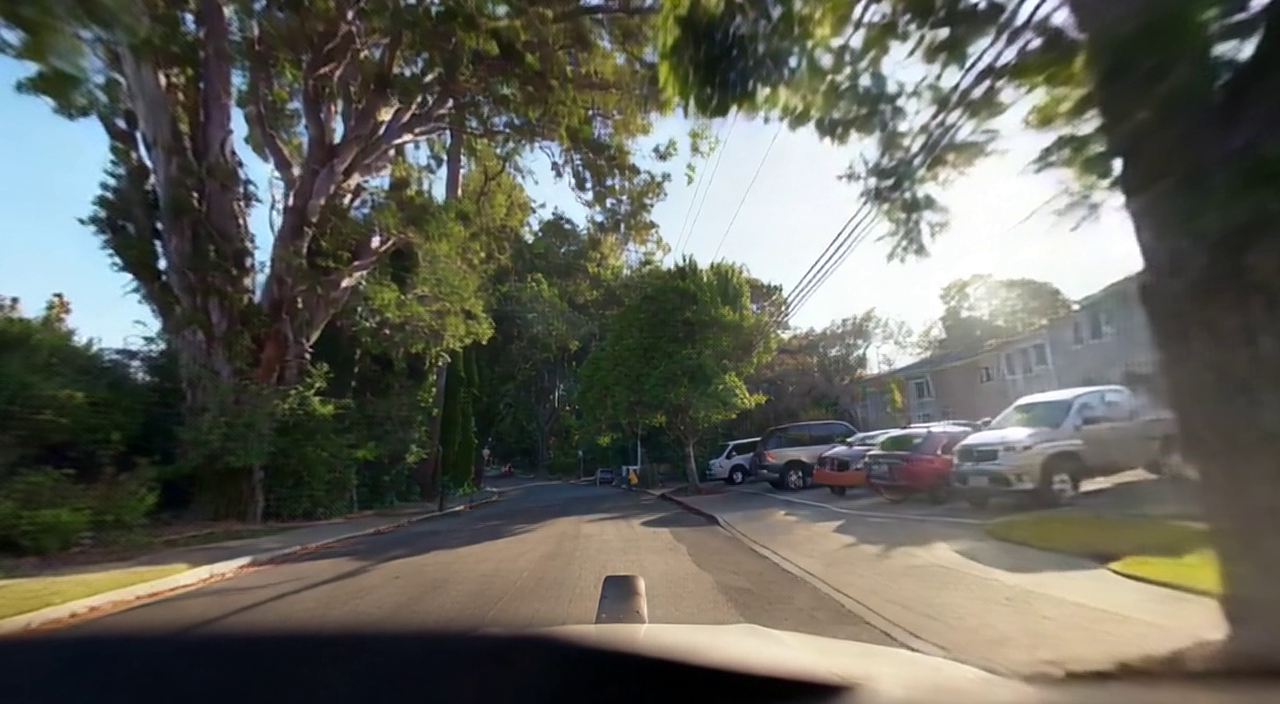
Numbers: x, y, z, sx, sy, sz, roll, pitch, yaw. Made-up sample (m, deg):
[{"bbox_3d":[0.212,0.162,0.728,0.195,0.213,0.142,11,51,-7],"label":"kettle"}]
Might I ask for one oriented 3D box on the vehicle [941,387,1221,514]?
[{"bbox_3d":[8.217,1.828,11.777,4.780,1.984,1.896,4,-9,-23],"label":"vehicle"}]
